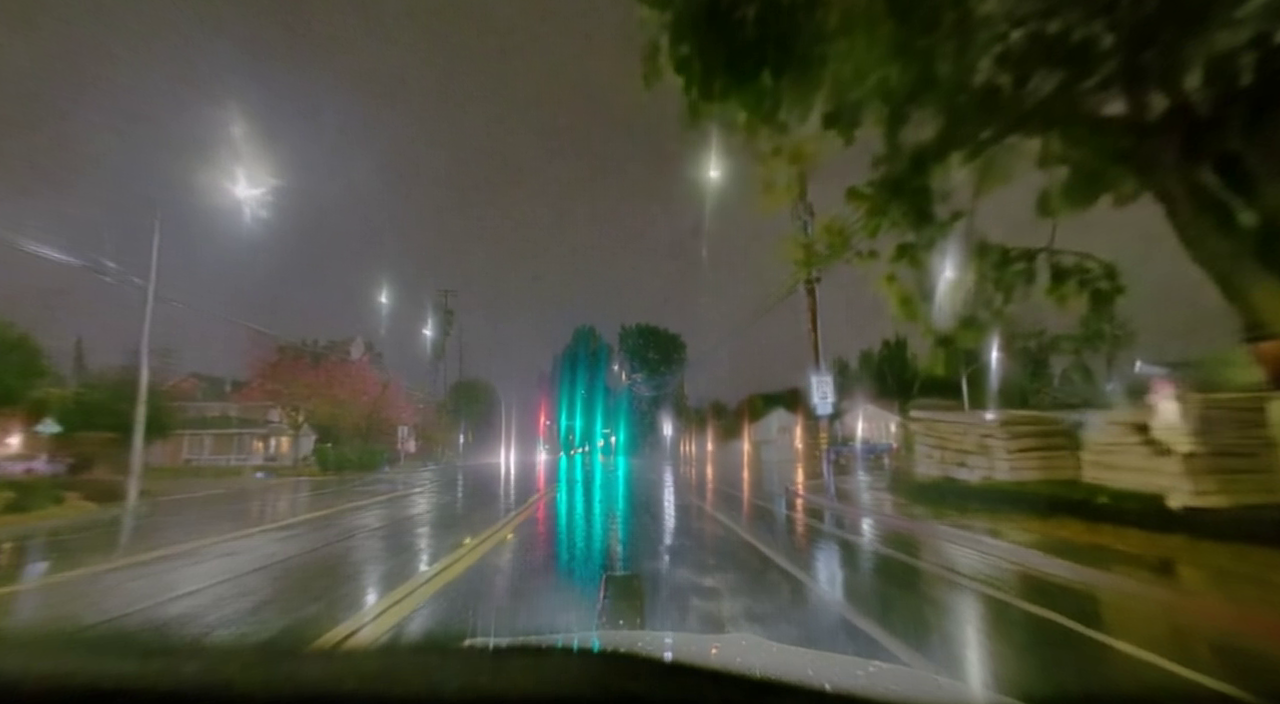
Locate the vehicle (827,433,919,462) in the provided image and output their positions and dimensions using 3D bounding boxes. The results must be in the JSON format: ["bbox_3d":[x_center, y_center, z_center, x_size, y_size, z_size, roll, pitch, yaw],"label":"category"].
[{"bbox_3d":[13.872,5.739,37.841,4.702,1.661,1.977,0,-8,0],"label":"vehicle"}]

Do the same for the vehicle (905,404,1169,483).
[{"bbox_3d":[11.291,2.667,18.380,5.949,2.092,2.570,1,-9,-2],"label":"vehicle"}]

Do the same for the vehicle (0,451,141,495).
[{"bbox_3d":[-26.000,5.395,28.364,5.067,1.792,2.217,2,-9,-9],"label":"vehicle"}]
